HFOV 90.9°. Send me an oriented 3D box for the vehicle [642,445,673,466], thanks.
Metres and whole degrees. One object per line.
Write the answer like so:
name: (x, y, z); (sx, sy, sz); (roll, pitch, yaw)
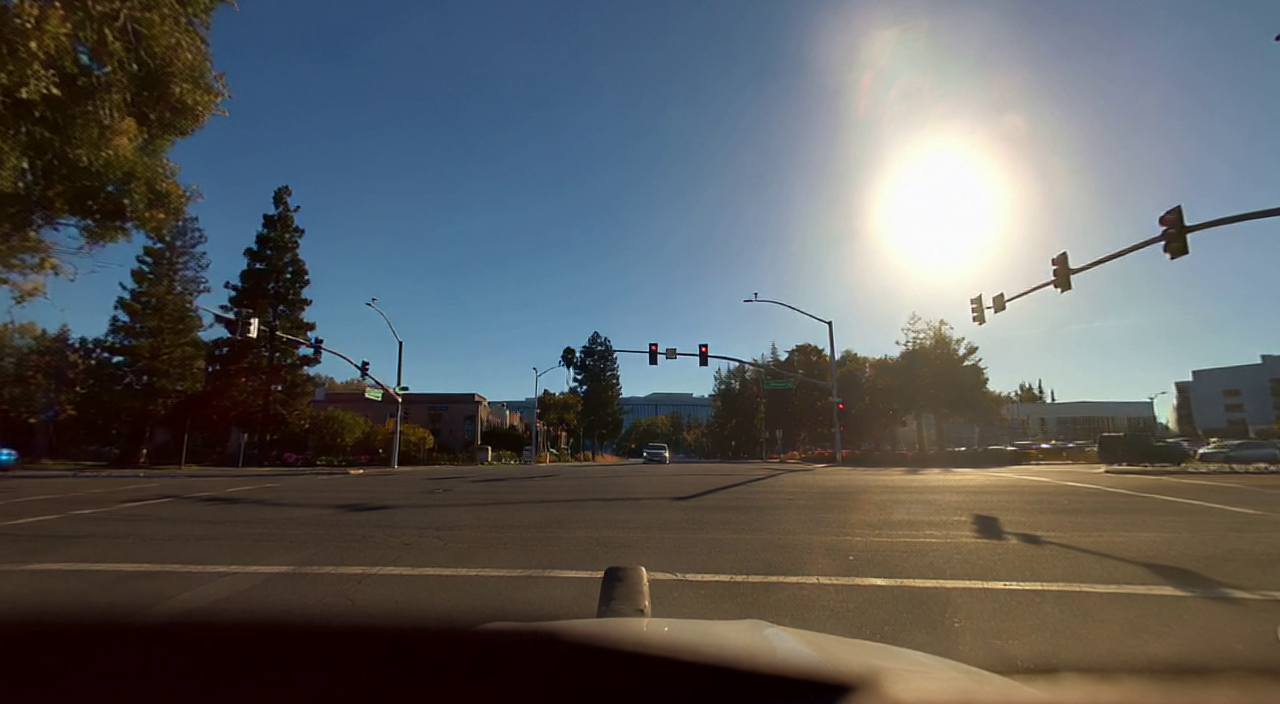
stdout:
vehicle: (1.257, 7.620, 46.461); (2.132, 1.449, 4.235); (0, -9, 0)
